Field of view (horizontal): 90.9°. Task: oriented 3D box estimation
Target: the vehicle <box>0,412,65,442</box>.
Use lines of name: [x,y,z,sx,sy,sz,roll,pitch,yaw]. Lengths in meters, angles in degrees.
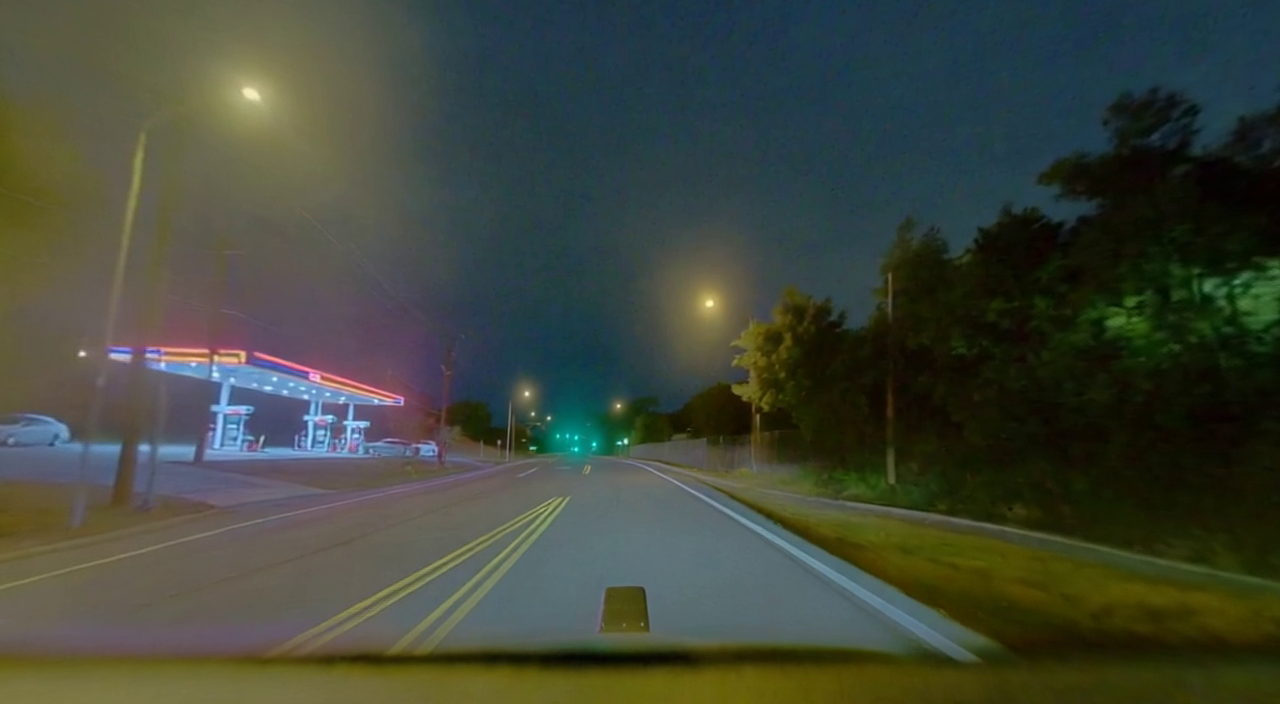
vehicle: [-34.052,4.090,34.109,4.399,1.566,1.882,-2,-9,10]
